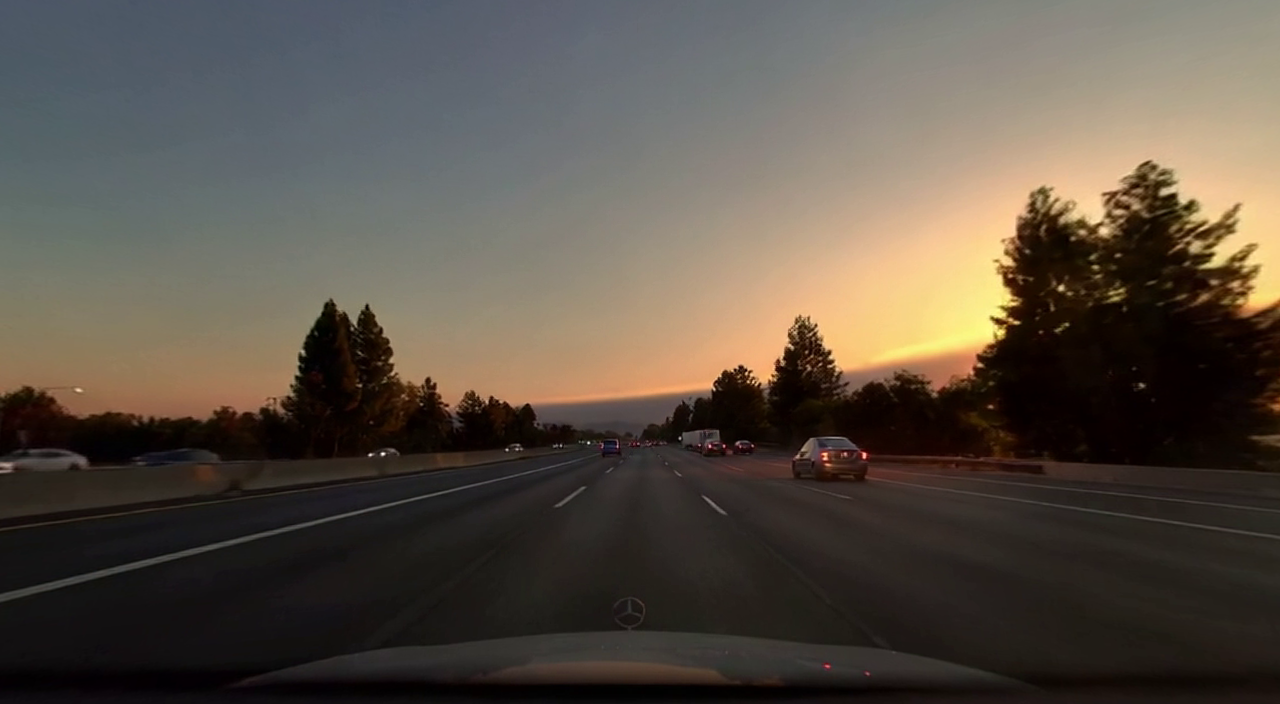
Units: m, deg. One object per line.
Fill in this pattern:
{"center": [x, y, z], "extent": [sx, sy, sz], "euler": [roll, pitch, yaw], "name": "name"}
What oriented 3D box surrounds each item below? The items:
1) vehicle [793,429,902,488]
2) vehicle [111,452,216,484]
{"center": [6.623, 3.449, 20.663], "extent": [2.063, 1.706, 4.259], "euler": [0, -8, -1], "name": "vehicle"}
{"center": [-25.465, 6.181, 33.953], "extent": [1.937, 1.509, 4.654], "euler": [0, -8, 1], "name": "vehicle"}
